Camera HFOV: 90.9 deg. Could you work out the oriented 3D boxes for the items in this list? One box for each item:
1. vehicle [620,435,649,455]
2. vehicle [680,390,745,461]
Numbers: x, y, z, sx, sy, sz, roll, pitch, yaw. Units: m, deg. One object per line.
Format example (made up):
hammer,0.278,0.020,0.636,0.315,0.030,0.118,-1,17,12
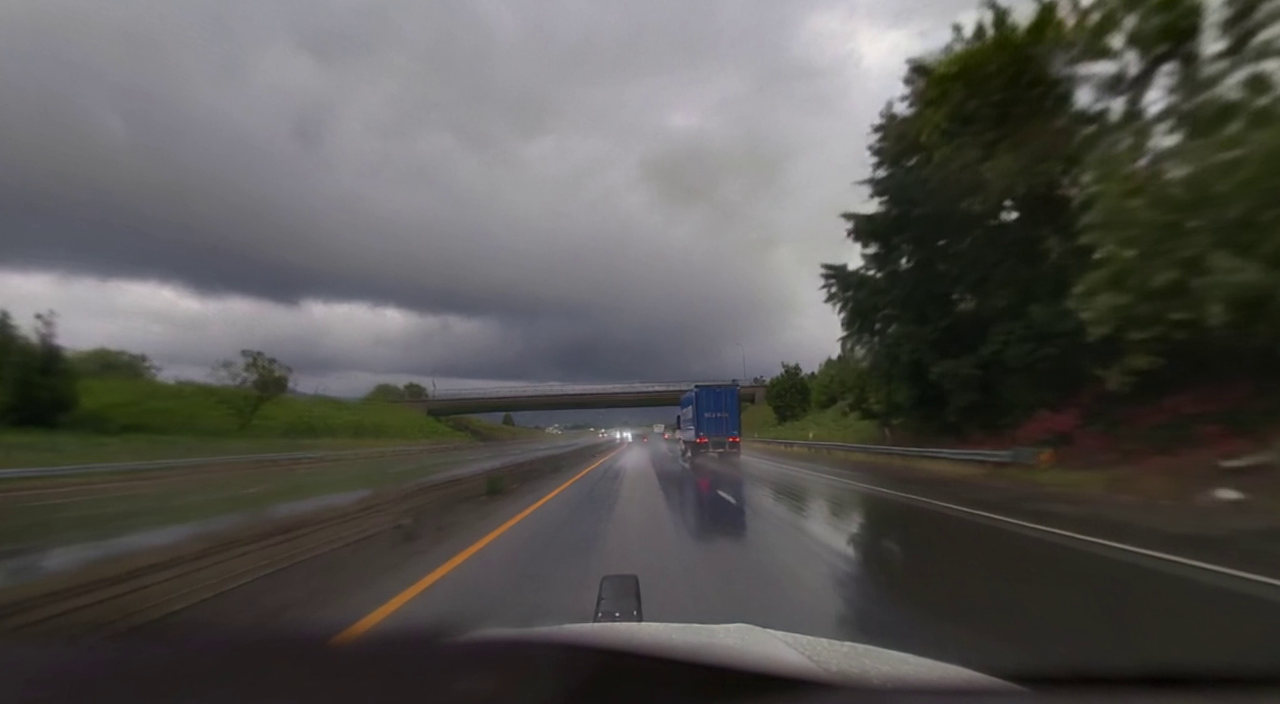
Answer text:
vehicle,-0.405,6.648,45.144,1.996,1.325,4.029,0,-8,0
vehicle,3.620,3.778,32.304,2.913,3.491,2.811,0,-8,-1
